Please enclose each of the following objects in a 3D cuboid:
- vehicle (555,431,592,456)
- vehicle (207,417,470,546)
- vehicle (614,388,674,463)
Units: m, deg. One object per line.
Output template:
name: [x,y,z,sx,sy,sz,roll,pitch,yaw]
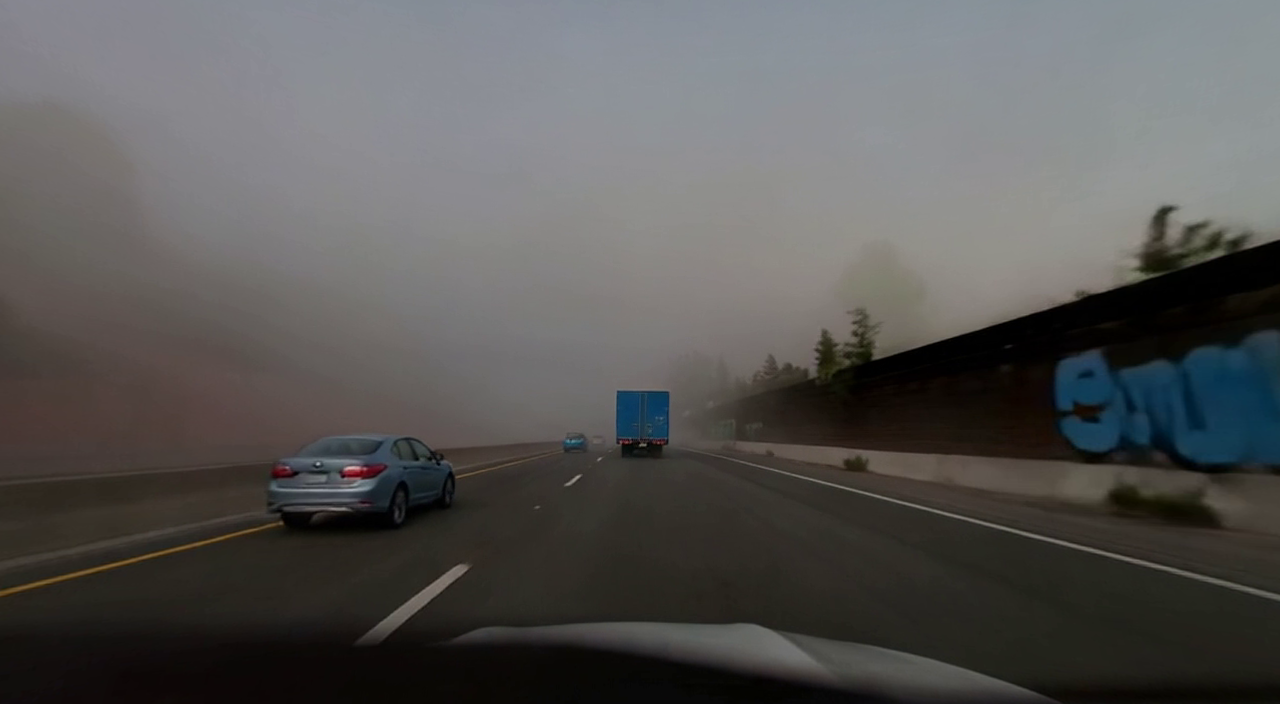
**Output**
vehicle: [-4.491,6.257,43.235,2.058,1.645,4.130,0,-8,0]
vehicle: [-4.231,1.861,9.867,1.948,1.526,4.525,0,-8,-1]
vehicle: [0.030,4.206,35.478,2.927,3.649,9.443,0,-8,-2]
